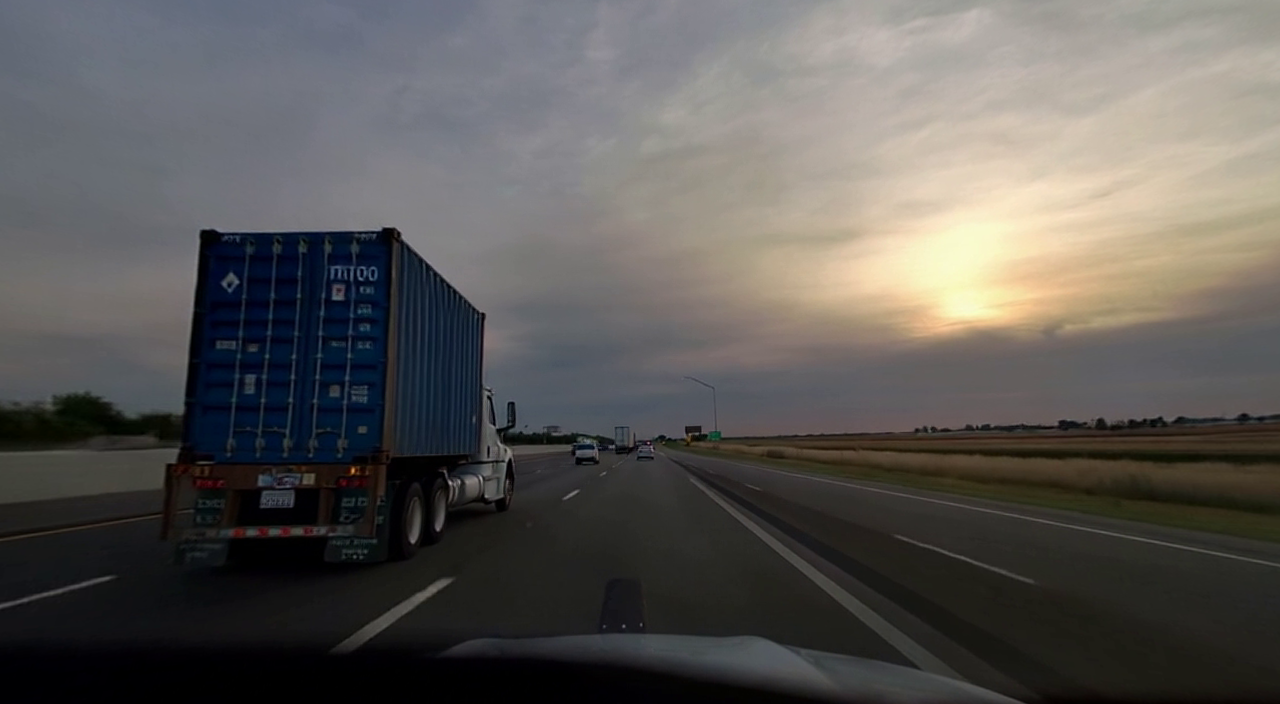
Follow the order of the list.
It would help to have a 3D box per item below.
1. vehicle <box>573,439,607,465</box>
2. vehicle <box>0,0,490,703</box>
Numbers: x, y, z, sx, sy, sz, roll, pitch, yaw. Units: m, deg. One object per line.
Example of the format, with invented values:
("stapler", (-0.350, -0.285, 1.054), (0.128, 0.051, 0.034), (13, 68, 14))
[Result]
("vehicle", (-3.458, 6.976, 44.177), (1.995, 1.745, 4.187), (0, -8, 1))
("vehicle", (-3.994, -0.126, 3.174), (2.840, 4.032, 13.388), (0, -8, 2))
